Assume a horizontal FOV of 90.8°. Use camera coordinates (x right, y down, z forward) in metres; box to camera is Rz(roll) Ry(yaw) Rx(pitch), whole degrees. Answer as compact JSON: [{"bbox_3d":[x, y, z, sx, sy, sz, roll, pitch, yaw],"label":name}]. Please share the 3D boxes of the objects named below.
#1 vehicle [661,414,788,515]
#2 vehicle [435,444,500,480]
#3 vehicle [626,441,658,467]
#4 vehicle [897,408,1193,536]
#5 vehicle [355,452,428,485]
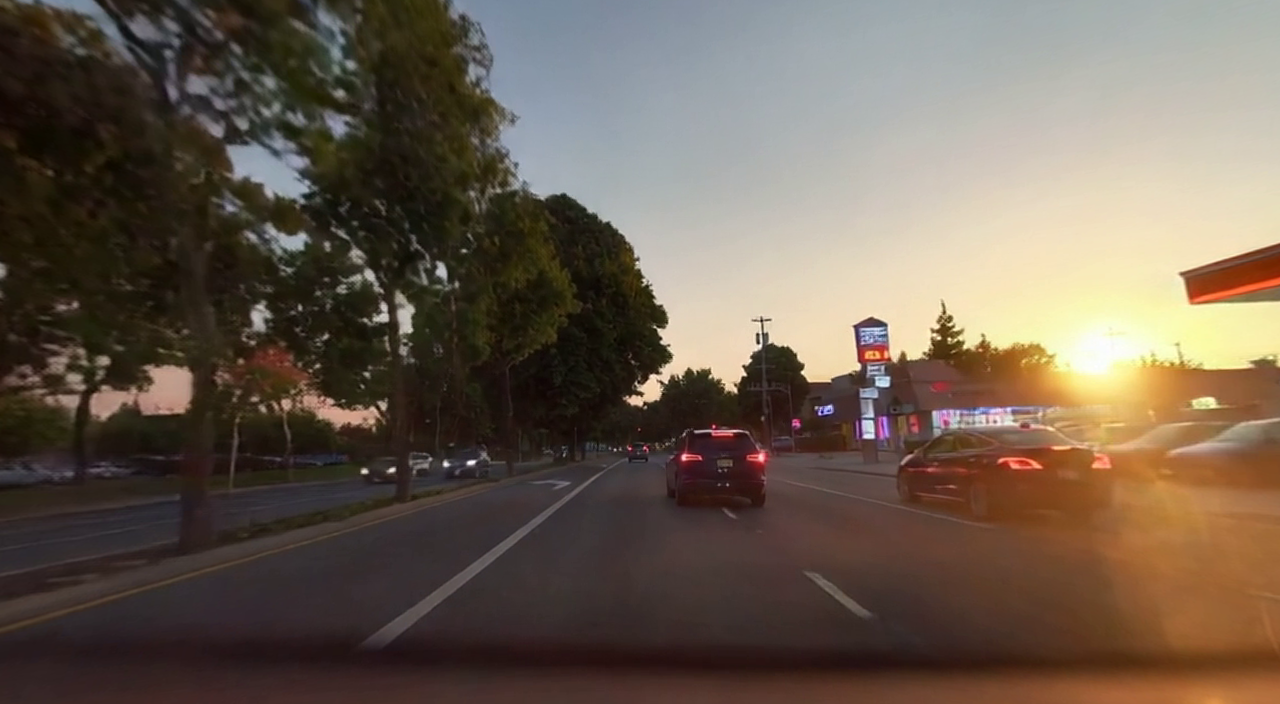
[{"bbox_3d":[1.716,2.546,14.719,2.038,1.917,4.900,0,-9,-3],"label":"vehicle"},{"bbox_3d":[-8.929,5.728,33.136,2.044,1.695,4.503,0,-9,1],"label":"vehicle"},{"bbox_3d":[0.124,6.992,43.447,2.101,1.707,3.904,0,-9,-1],"label":"vehicle"},{"bbox_3d":[6.650,2.041,11.252,2.025,1.765,4.729,0,-9,-1],"label":"vehicle"},{"bbox_3d":[-12.278,5.773,31.568,1.868,1.496,4.390,0,-9,0],"label":"vehicle"}]
